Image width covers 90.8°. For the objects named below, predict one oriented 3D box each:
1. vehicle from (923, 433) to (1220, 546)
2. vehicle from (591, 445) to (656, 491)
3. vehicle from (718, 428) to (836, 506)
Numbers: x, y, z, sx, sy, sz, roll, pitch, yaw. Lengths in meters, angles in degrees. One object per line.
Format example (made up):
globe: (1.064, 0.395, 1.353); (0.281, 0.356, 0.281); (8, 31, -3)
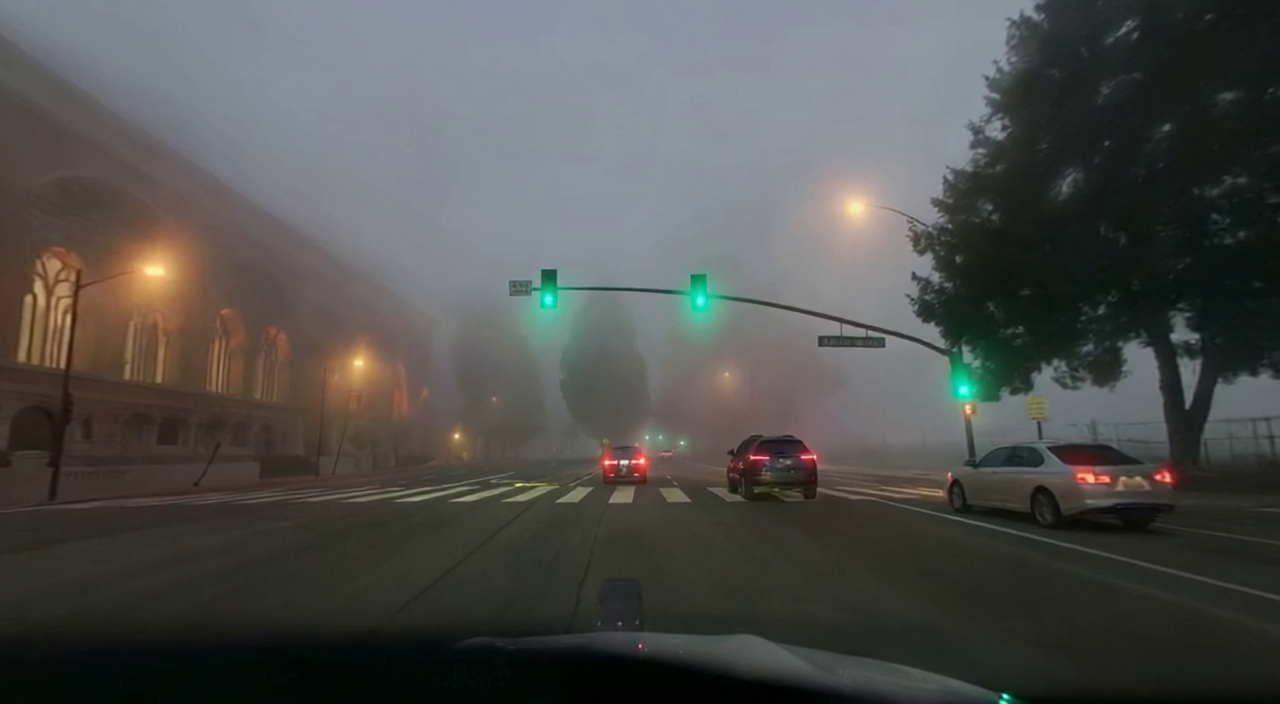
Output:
vehicle: (6.701, 2.144, 10.565); (1.868, 1.472, 4.274); (0, -9, -1)
vehicle: (-0.578, 3.973, 22.002); (2.054, 1.446, 3.969); (0, -9, -1)
vehicle: (3.435, 2.975, 16.762); (2.036, 1.757, 4.300); (0, -9, -2)
